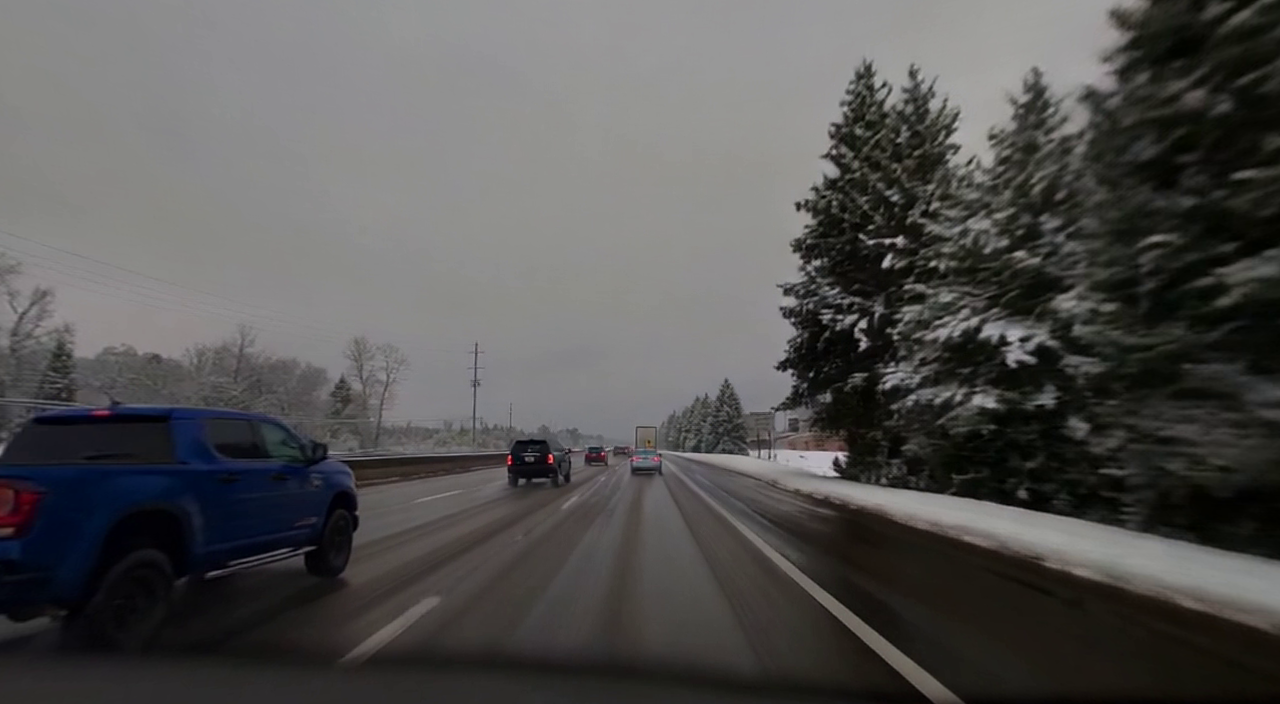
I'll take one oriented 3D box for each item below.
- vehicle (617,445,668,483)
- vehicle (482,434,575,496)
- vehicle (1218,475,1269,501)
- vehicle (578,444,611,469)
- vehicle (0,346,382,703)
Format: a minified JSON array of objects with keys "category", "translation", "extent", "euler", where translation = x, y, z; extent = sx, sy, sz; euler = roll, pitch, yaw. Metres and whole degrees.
[{"category":"vehicle","translation":[0.081,4.754,27.137],"extent":[2.047,1.473,3.978],"euler":[0,-8,0]},{"category":"vehicle","translation":[-3.512,3.661,20.888],"extent":[2.133,1.789,4.518],"euler":[-1,-8,2]},{"category":"vehicle","translation":[39.777,8.913,41.524],"extent":[4.203,1.418,1.942],"euler":[8,-12,-42]},{"category":"vehicle","translation":[-3.310,7.680,46.457],"extent":[1.993,1.717,4.321],"euler":[-1,-8,2]},{"category":"vehicle","translation":[-4.216,1.176,4.851],"extent":[2.198,1.848,5.346],"euler":[0,-8,0]}]
